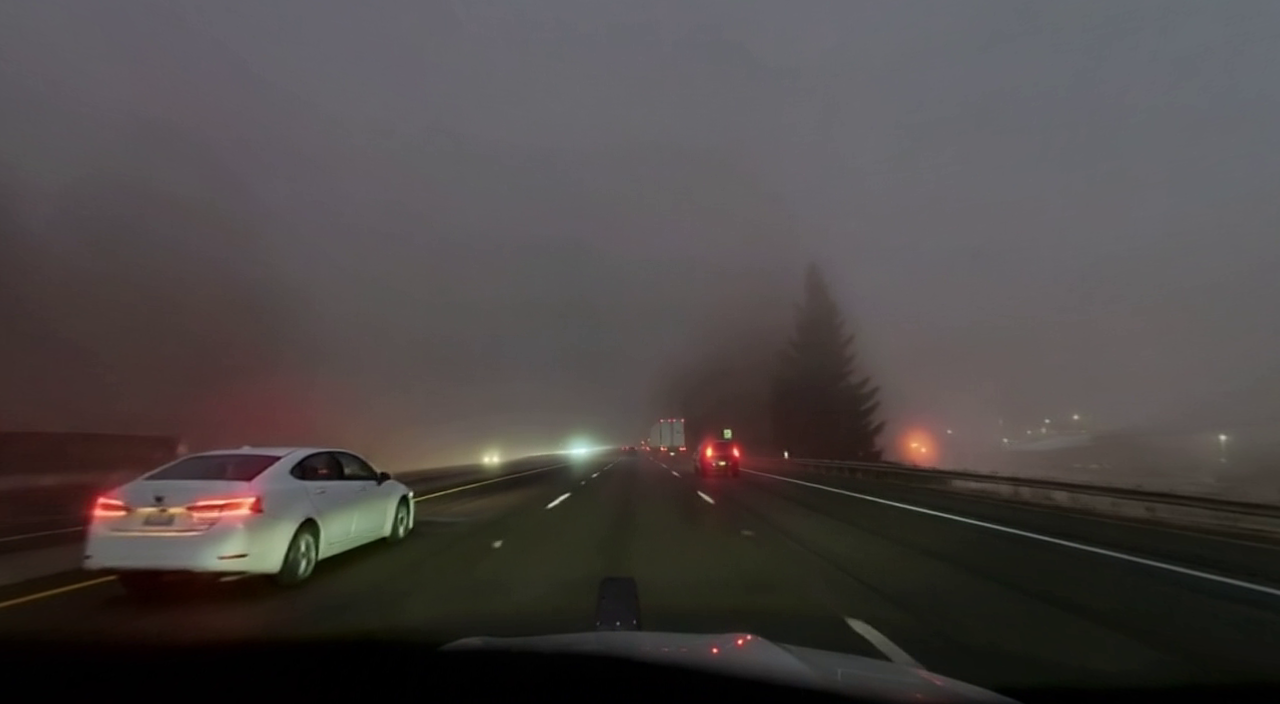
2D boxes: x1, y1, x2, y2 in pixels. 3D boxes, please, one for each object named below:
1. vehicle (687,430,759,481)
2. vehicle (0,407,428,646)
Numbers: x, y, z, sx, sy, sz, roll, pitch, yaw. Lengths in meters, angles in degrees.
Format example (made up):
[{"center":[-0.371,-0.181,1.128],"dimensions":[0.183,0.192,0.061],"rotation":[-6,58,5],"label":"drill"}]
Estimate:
[{"center":[3.101,3.974,24.547],"dimensions":[2.065,1.760,4.488],"rotation":[0,-8,-1],"label":"vehicle"},{"center":[-4.043,1.534,6.739],"dimensions":[1.903,1.607,4.770],"rotation":[0,-8,0],"label":"vehicle"}]
